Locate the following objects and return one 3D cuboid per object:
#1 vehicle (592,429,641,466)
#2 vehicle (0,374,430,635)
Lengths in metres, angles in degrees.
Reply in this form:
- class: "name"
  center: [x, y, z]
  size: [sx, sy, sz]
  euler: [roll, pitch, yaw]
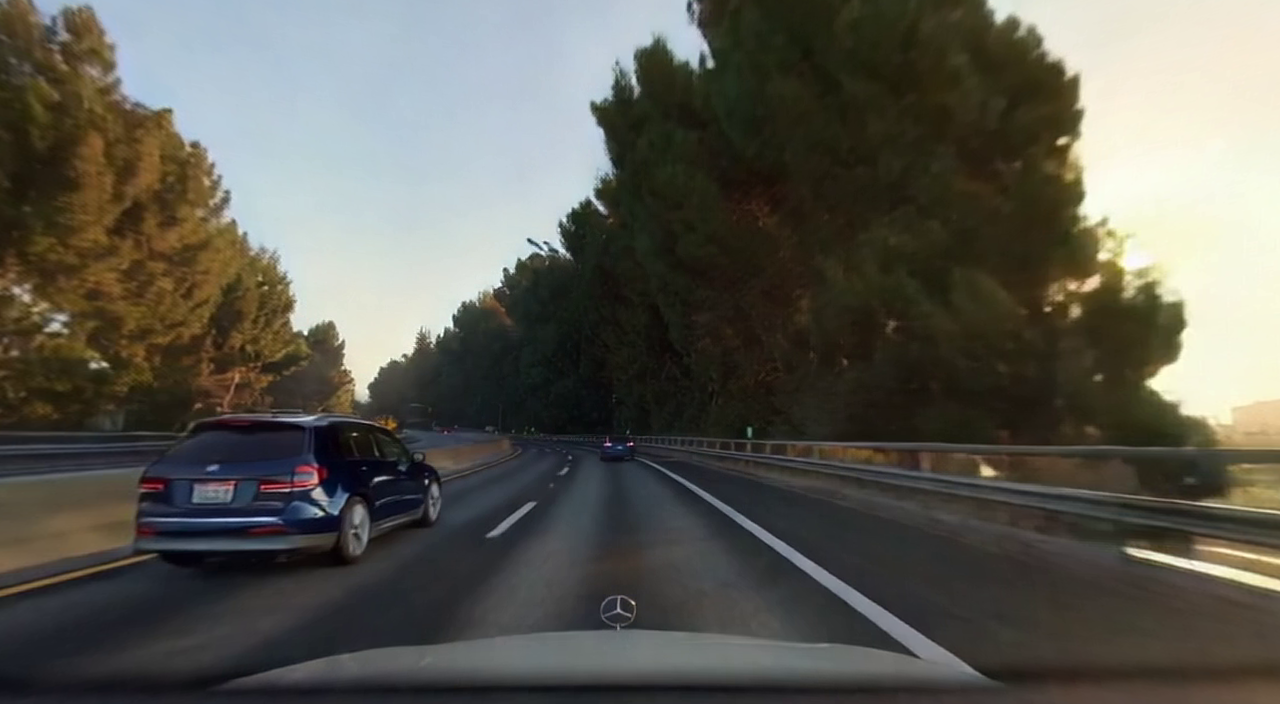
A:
- class: "vehicle"
  center: [-1.308, 5.096, 33.794]
  size: [2.452, 1.857, 4.022]
  euler: [1, -8, -4]
- class: "vehicle"
  center: [-4.129, 1.409, 6.930]
  size: [2.053, 1.847, 4.760]
  euler: [0, -8, -1]
